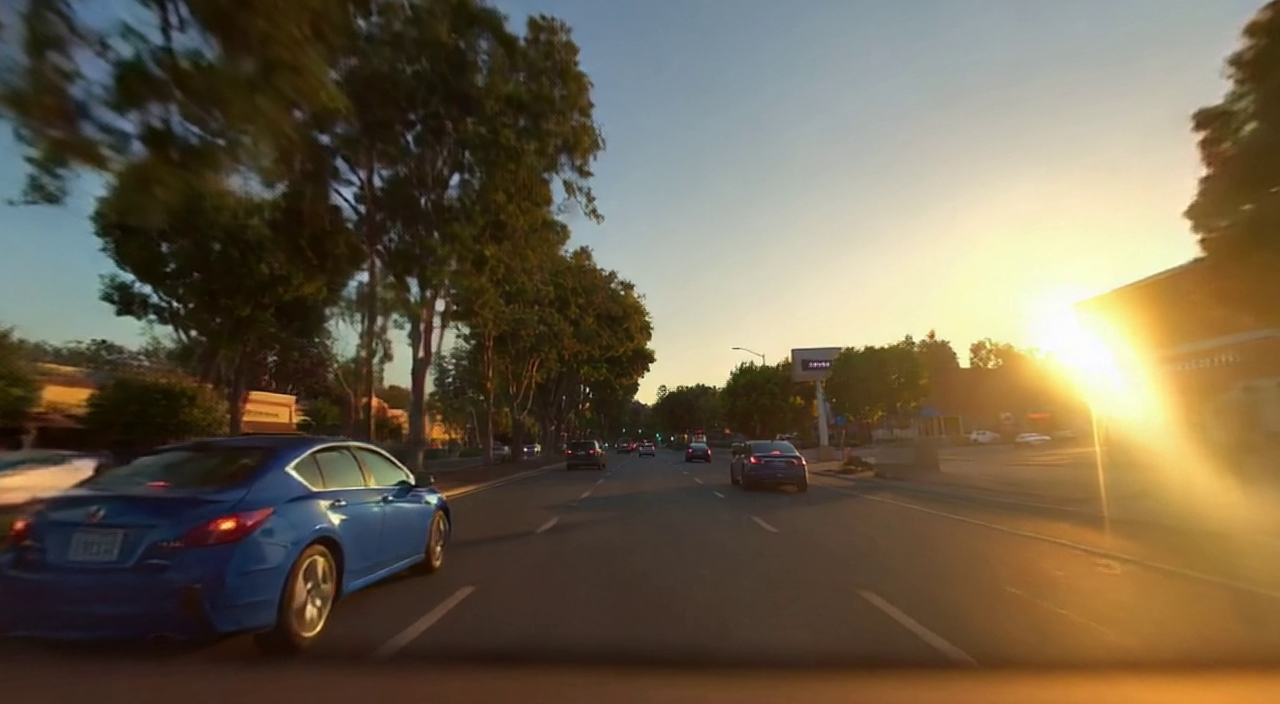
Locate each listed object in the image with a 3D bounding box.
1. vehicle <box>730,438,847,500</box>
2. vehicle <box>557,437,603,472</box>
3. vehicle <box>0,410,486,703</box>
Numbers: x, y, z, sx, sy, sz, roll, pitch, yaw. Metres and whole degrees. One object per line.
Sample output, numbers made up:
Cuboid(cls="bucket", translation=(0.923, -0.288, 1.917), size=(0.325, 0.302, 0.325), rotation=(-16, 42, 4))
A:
Cuboid(cls="vehicle", translation=(3.918, 3.164, 17.550), size=(2.036, 1.480, 4.659), rotation=(0, -8, -1))
Cuboid(cls="vehicle", translation=(-3.177, 5.511, 34.058), size=(1.981, 1.731, 4.360), rotation=(0, -8, 1))
Cuboid(cls="vehicle", translation=(-2.966, 1.349, 5.190), size=(2.082, 1.460, 4.922), rotation=(0, -8, 1))
